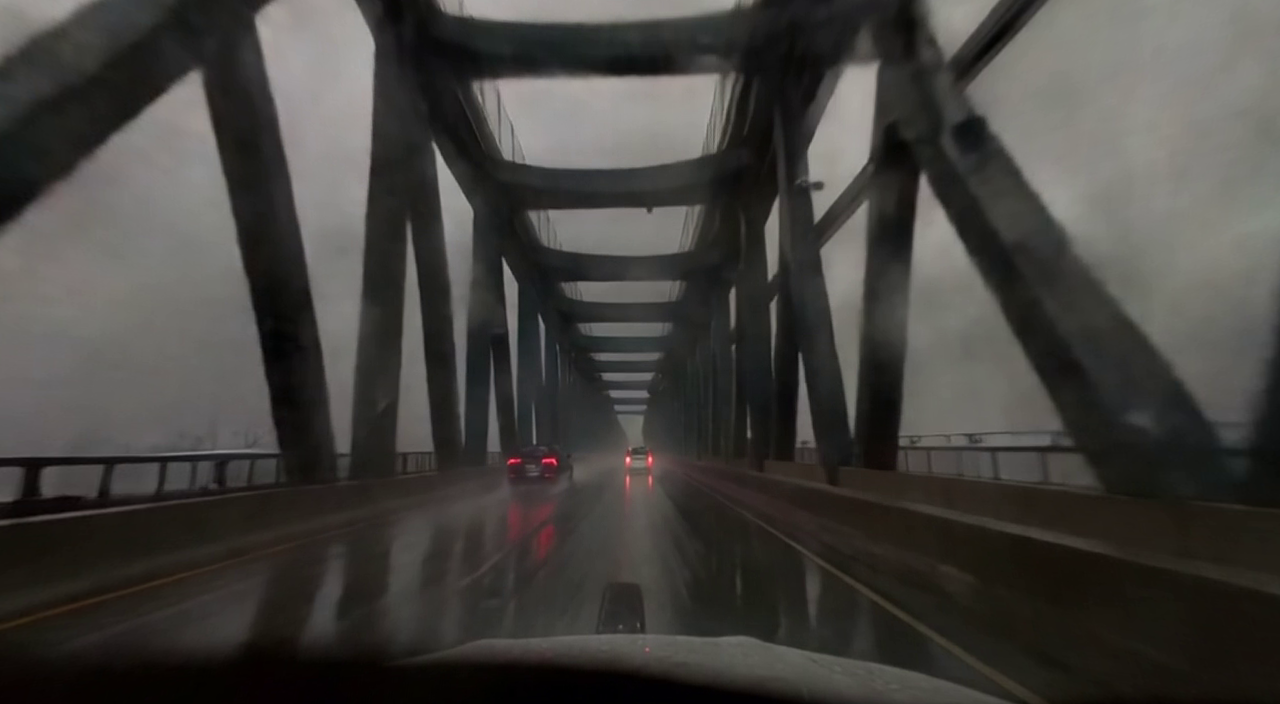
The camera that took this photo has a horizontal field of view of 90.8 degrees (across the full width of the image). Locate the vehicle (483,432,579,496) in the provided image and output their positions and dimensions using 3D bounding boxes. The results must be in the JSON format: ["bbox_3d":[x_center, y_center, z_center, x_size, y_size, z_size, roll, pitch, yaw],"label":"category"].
[{"bbox_3d":[-3.345,3.553,20.442,2.190,1.807,4.741,0,-9,1],"label":"vehicle"}]

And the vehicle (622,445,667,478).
[{"bbox_3d":[0.210,5.203,30.344,2.048,1.450,3.973,0,-9,0],"label":"vehicle"}]
